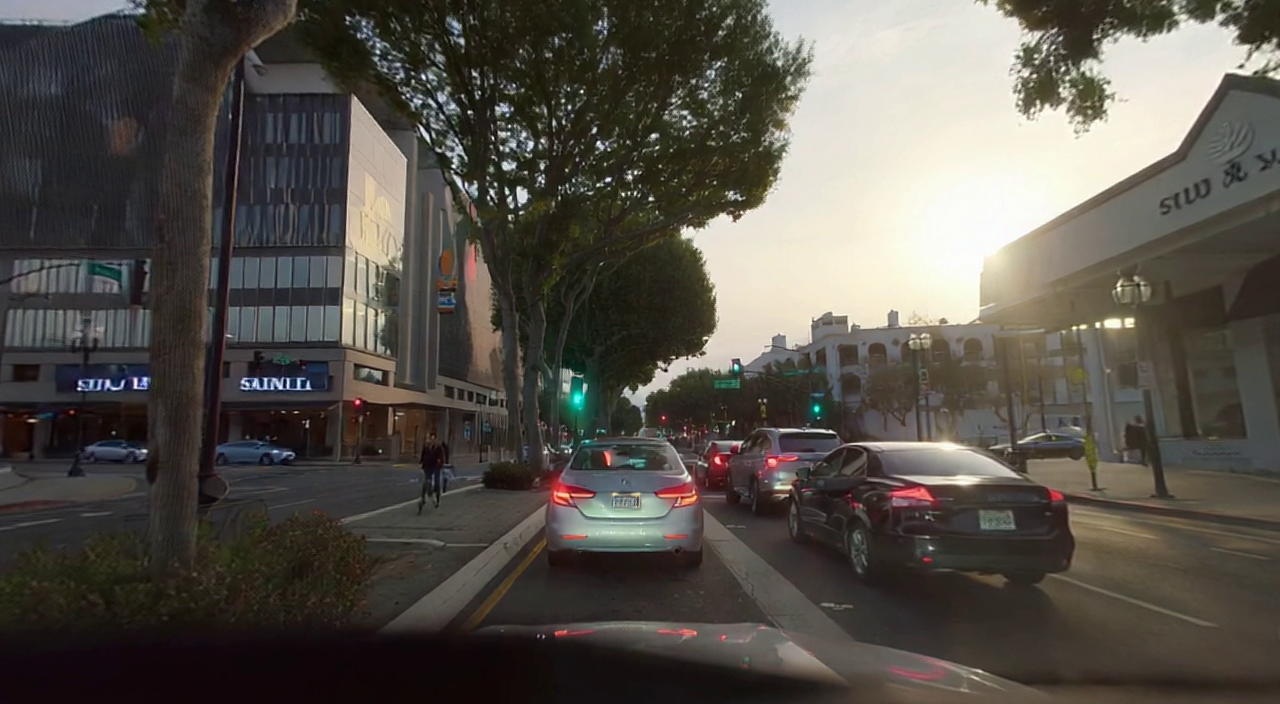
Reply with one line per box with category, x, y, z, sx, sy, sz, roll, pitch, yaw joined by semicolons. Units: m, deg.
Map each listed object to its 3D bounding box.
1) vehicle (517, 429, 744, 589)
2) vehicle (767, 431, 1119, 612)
vehicle;-0.101;1.756;7.940;2.087;1.456;4.143;0;-8;0
vehicle;2.914;1.699;7.326;1.893;1.446;4.270;0;-8;-1
